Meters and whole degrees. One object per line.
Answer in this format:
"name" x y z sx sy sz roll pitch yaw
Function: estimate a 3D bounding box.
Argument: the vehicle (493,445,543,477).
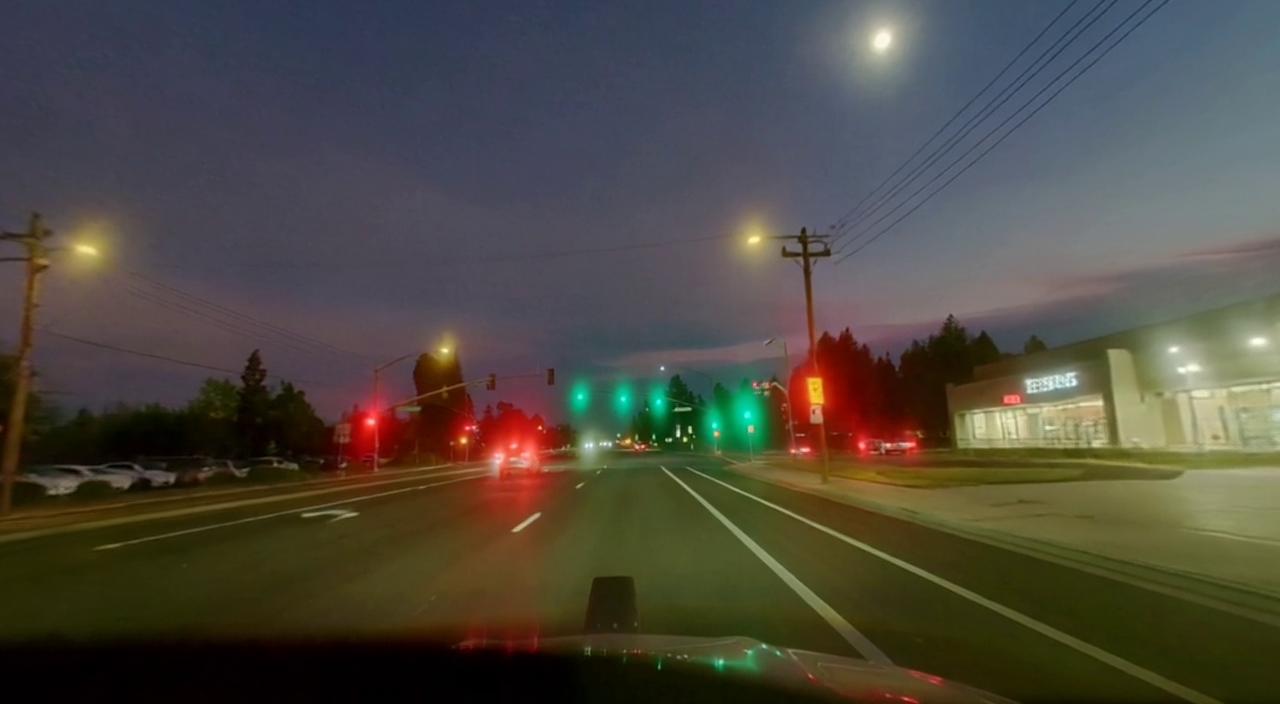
"vehicle" -6.063 5.457 31.867 1.928 1.451 4.219 0 -9 -4

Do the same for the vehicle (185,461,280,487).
"vehicle" -24.761 7.428 38.514 4.403 1.465 1.928 0 -9 -3
